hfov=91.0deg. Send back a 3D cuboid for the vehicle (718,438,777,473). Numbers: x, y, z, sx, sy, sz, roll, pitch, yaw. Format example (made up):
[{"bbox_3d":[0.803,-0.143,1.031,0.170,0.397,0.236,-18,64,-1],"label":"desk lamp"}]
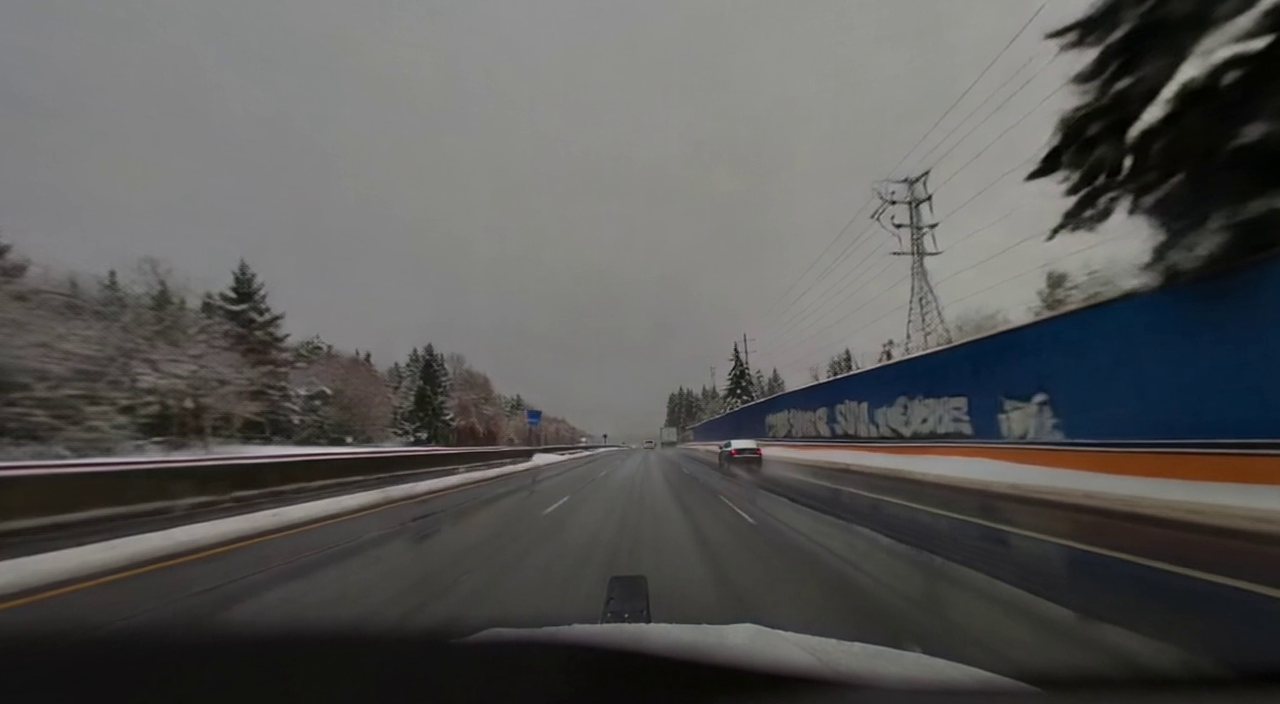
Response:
[{"bbox_3d":[4.895,4.791,29.240,1.991,1.494,3.951,0,-8,-1],"label":"vehicle"}]
